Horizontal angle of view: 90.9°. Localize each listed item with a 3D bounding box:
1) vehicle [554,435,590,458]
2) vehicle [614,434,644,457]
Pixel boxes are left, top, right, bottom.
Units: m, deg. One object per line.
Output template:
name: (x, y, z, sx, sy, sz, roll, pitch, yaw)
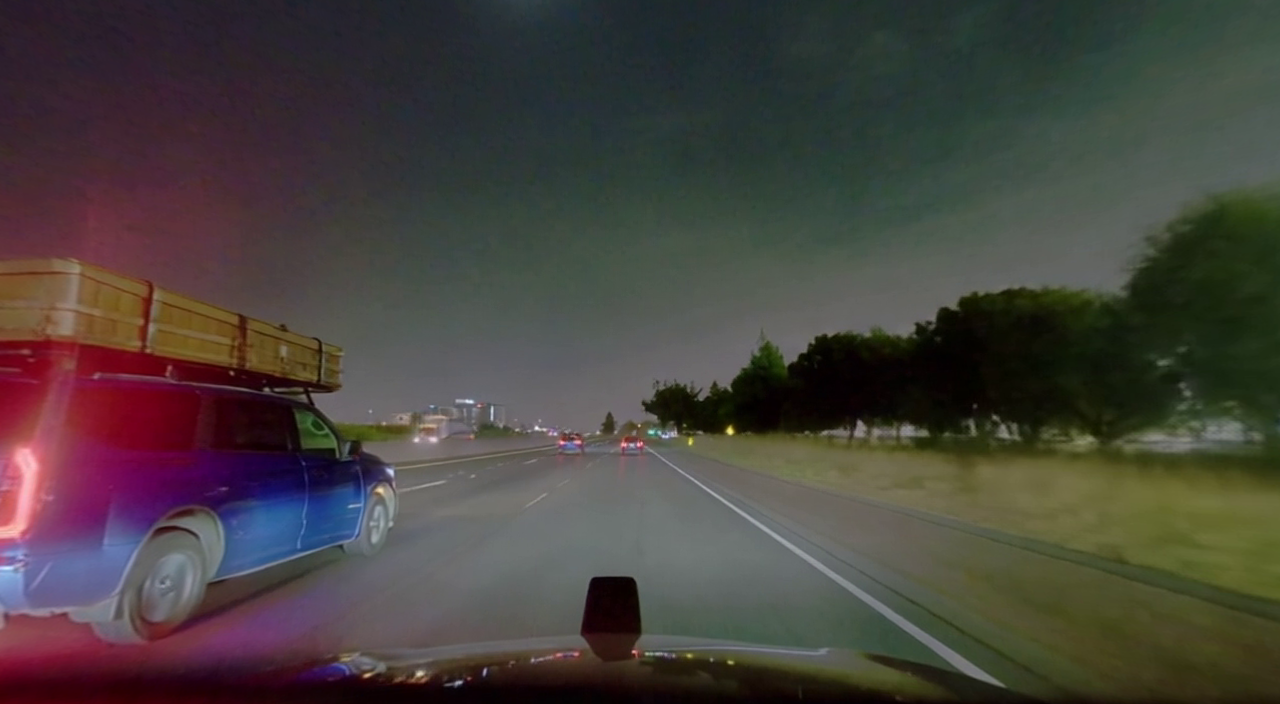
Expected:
vehicle: (-4.959, 6.933, 46.528, 2.189, 1.580, 4.607, 0, -8, -1)
vehicle: (-0.790, 6.987, 47.165, 2.151, 1.618, 3.898, 0, -8, -1)
